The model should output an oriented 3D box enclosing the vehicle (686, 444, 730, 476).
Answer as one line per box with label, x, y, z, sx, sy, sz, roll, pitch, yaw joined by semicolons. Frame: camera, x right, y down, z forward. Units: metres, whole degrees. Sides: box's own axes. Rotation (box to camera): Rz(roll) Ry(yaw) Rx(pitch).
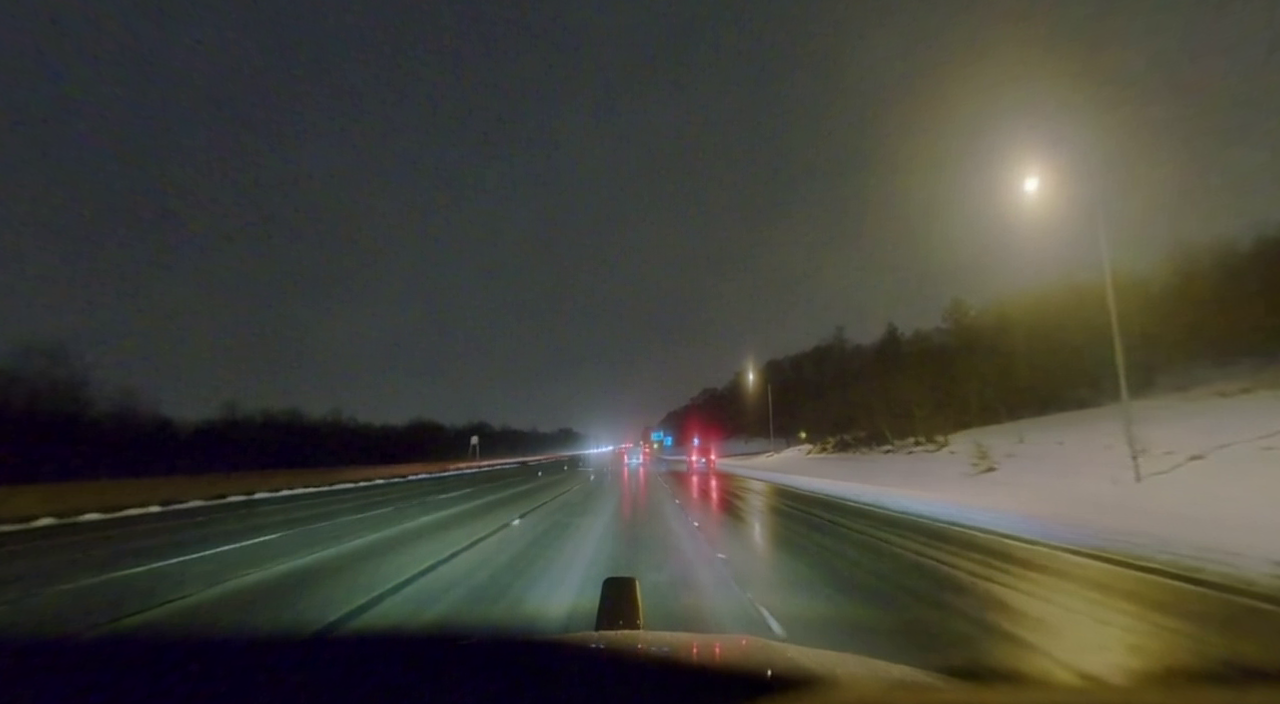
vehicle;3.943;6.344;37.337;2.133;1.746;4.511;0;-9;0
